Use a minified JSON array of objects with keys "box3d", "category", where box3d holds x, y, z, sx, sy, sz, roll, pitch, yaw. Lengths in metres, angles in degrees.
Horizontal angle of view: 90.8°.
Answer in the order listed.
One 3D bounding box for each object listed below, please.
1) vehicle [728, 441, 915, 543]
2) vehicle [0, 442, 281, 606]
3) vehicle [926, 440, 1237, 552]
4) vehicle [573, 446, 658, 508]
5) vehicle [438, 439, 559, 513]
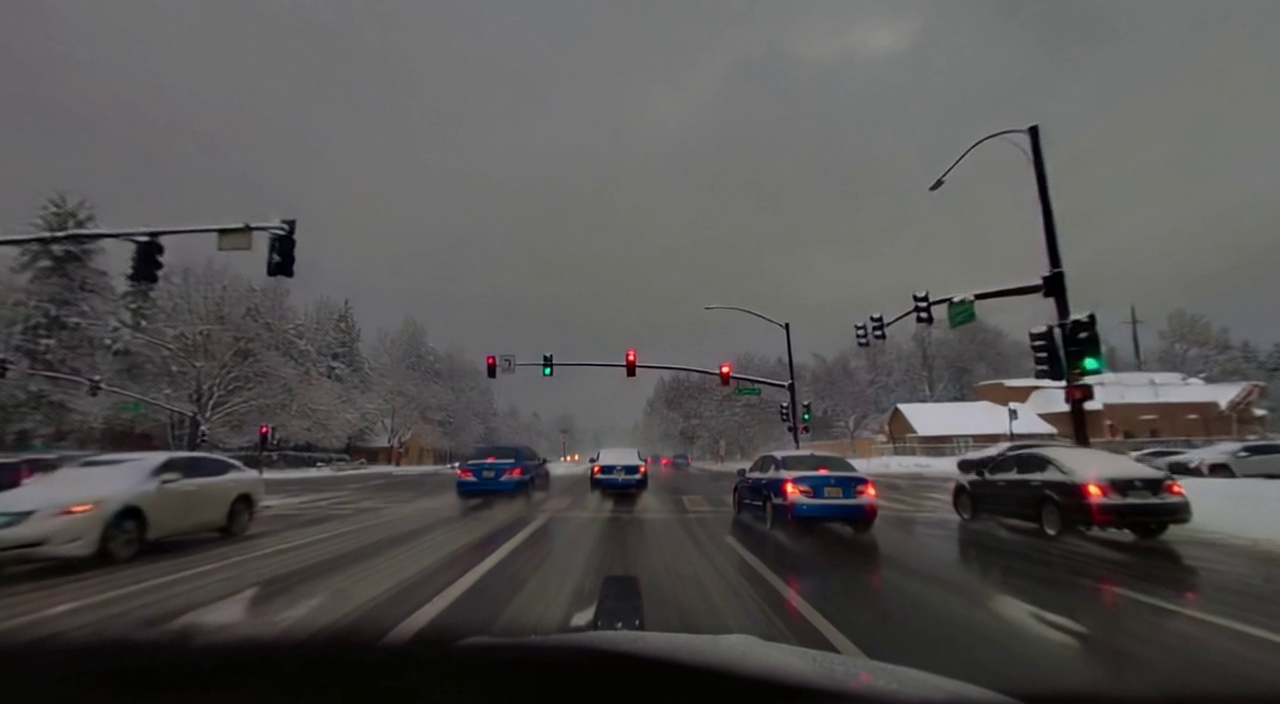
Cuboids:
[{"box3d":[3.031,2.421,11.750,2.053,1.490,4.464,0,-8,-1],"category":"vehicle"},{"box3d":[-6.719,1.763,7.206,2.032,1.448,5.500,0,-8,0],"category":"vehicle"},{"box3d":[6.897,2.236,10.662,2.004,1.455,4.417,0,-8,-1],"category":"vehicle"},{"box3d":[-0.602,3.346,17.513,2.065,1.464,4.216,0,-8,0],"category":"vehicle"},{"box3d":[-3.415,3.071,16.220,2.073,1.606,4.364,0,-8,0],"category":"vehicle"}]
